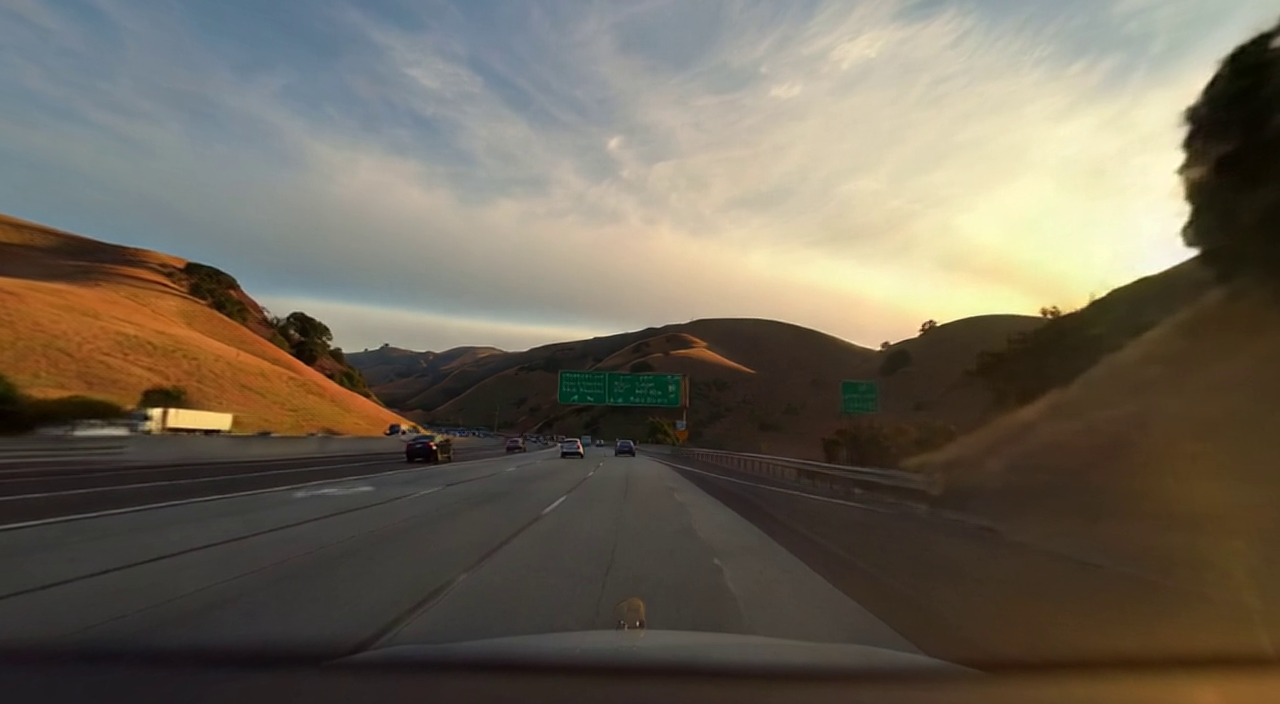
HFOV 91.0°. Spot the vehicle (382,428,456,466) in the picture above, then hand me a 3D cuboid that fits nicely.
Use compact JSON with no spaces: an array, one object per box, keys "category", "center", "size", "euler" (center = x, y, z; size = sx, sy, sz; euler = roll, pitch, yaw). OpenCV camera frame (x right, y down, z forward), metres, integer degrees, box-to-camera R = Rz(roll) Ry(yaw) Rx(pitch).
[{"category":"vehicle","center":[-11.858,5.155,34.248],"size":[2.219,1.923,4.985],"euler":[0,-8,0]}]

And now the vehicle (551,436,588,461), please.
[{"category":"vehicle","center":[-4.776,6.597,43.110],"size":[2.060,1.631,4.214],"euler":[0,-8,-1]}]

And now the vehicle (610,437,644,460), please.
[{"category":"vehicle","center":[-1.010,7.166,46.906],"size":[2.421,1.594,4.248],"euler":[0,-8,-2]}]
